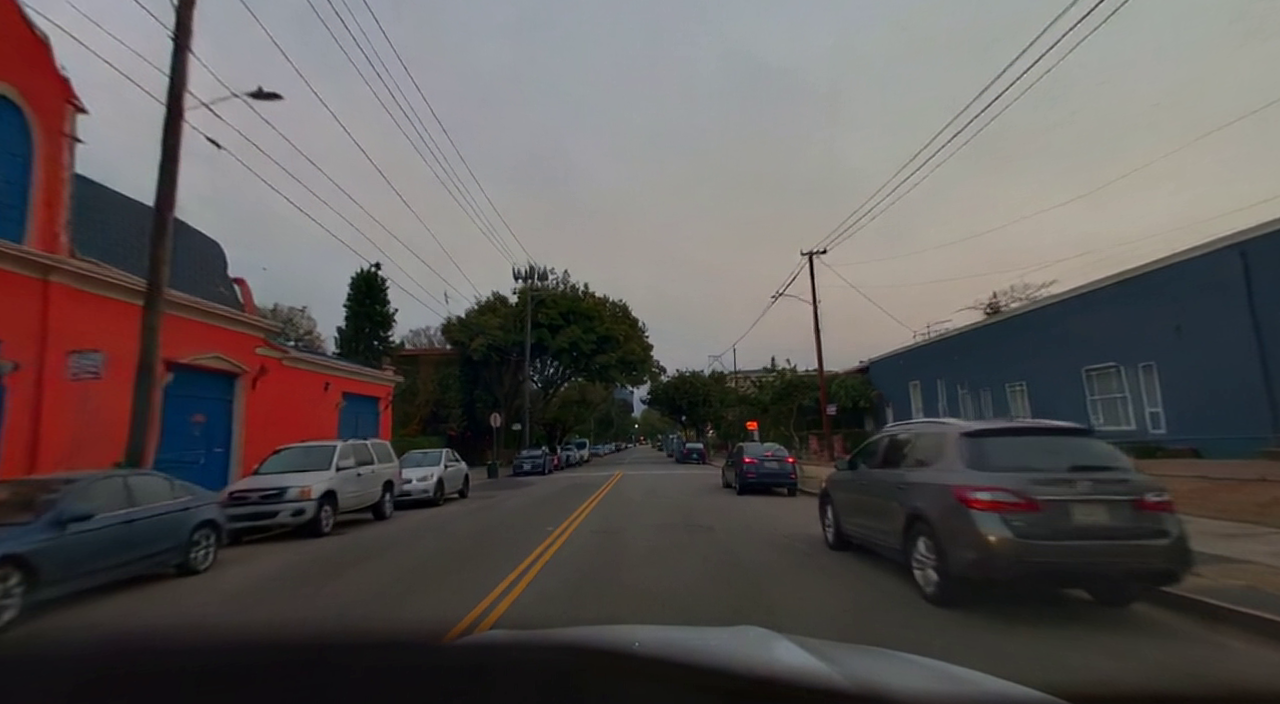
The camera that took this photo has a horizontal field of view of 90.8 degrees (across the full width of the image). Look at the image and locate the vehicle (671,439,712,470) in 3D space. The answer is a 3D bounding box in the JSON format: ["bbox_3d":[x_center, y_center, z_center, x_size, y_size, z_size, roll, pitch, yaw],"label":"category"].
[{"bbox_3d":[3.408,6.882,42.714,2.313,1.937,5.092,0,-9,0],"label":"vehicle"}]

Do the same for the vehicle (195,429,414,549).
[{"bbox_3d":[-6.210,2.542,12.468,1.983,1.809,4.503,-2,-8,-2],"label":"vehicle"}]

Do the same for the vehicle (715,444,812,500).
[{"bbox_3d":[3.578,3.548,19.208,1.942,1.476,4.739,0,-9,-1],"label":"vehicle"}]

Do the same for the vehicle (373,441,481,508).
[{"bbox_3d":[-6.232,3.612,18.977,1.906,1.623,4.057,-4,-9,-2],"label":"vehicle"}]

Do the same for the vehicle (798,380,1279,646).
[{"bbox_3d":[3.426,1.457,6.765,2.182,1.824,4.622,0,-9,-1],"label":"vehicle"}]

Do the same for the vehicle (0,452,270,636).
[{"bbox_3d":[-6.253,1.878,6.798,1.844,1.486,4.474,-2,-9,0],"label":"vehicle"}]

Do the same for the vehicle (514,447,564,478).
[{"bbox_3d":[-5.802,6.395,36.888,1.910,1.488,3.999,-2,-6,6],"label":"vehicle"}]
